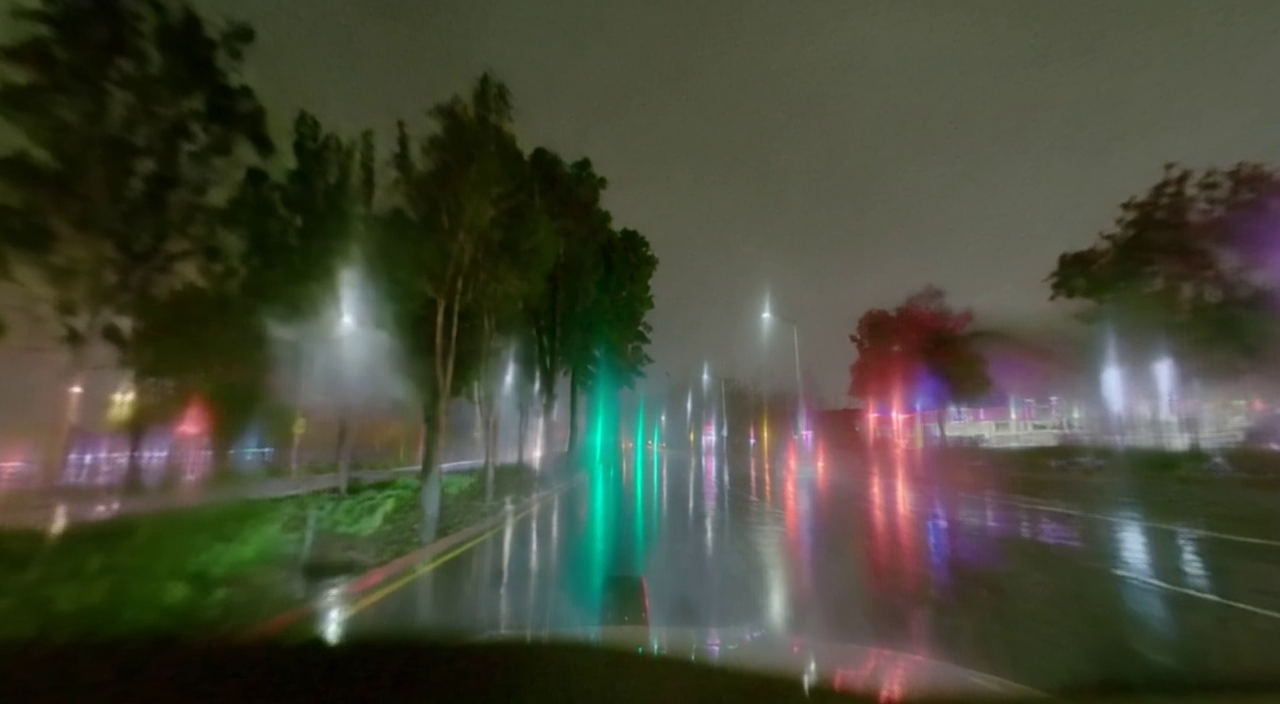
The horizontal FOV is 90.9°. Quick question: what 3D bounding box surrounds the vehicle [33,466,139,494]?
[{"bbox_3d":[-30.951,7.159,35.303,3.970,1.408,1.825,1,-11,-9],"label":"vehicle"}]
